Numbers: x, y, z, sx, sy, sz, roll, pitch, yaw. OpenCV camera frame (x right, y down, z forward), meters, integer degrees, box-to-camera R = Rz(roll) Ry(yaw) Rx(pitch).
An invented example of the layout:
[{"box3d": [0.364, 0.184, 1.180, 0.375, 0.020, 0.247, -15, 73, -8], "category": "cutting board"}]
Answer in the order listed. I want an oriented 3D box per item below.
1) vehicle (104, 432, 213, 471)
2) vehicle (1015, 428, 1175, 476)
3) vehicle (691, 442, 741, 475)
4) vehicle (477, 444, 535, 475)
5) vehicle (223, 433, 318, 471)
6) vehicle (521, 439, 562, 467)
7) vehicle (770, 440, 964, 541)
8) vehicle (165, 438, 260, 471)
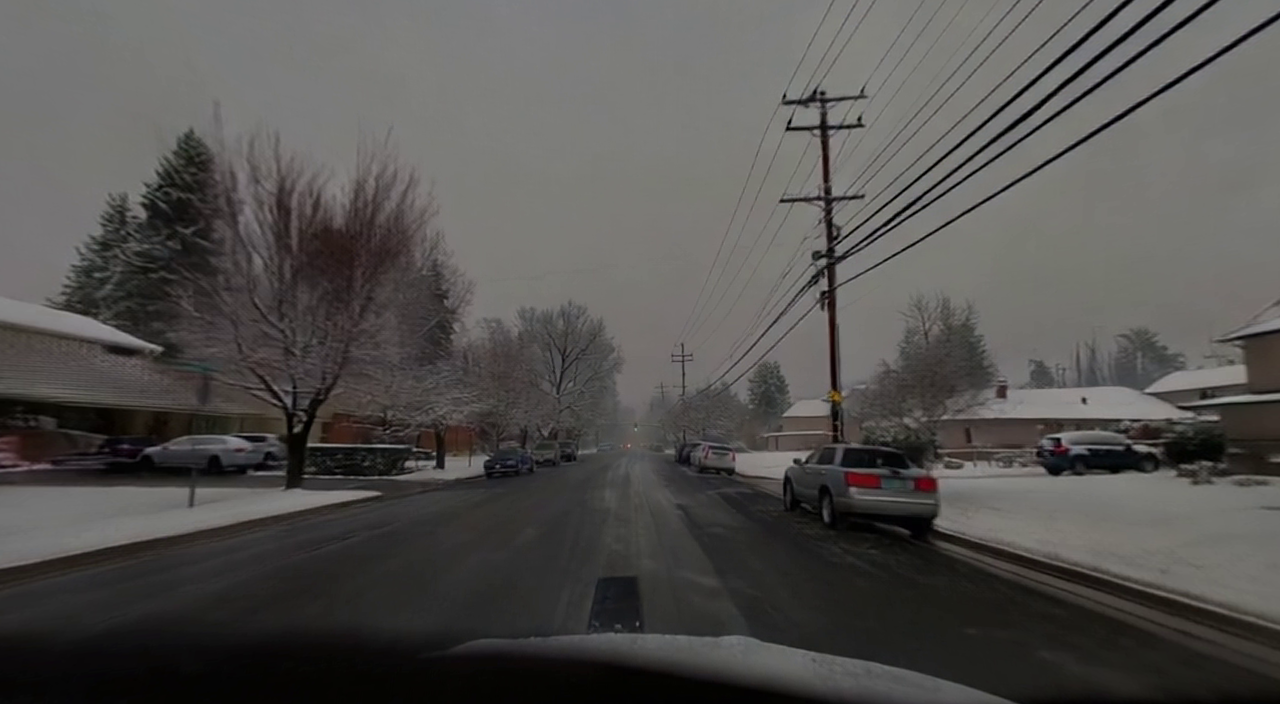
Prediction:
[{"box3d": [-23.271, 4.817, 30.745, 1.879, 1.761, 4.199, 0, -9, 1], "category": "vehicle"}, {"box3d": [16.683, 3.690, 23.341, 4.355, 1.674, 1.914, 0, -9, 0], "category": "vehicle"}, {"box3d": [3.499, 5.023, 29.940, 1.763, 1.432, 4.323, 0, -9, -1], "category": "vehicle"}, {"box3d": [-6.643, 5.377, 31.838, 2.031, 1.454, 4.410, 0, -9, -1], "category": "vehicle"}, {"box3d": [-18.001, 4.900, 31.070, 1.925, 1.750, 4.489, 0, -9, 1], "category": "vehicle"}, {"box3d": [-6.556, 6.794, 42.604, 2.031, 1.799, 4.587, 0, -9, 0], "category": "vehicle"}, {"box3d": [3.731, 2.325, 11.272, 1.782, 1.439, 4.037, 1, -9, -3], "category": "vehicle"}, {"box3d": [-20.398, 4.903, 30.363, 1.791, 1.500, 3.846, 0, -9, 1], "category": "vehicle"}]
